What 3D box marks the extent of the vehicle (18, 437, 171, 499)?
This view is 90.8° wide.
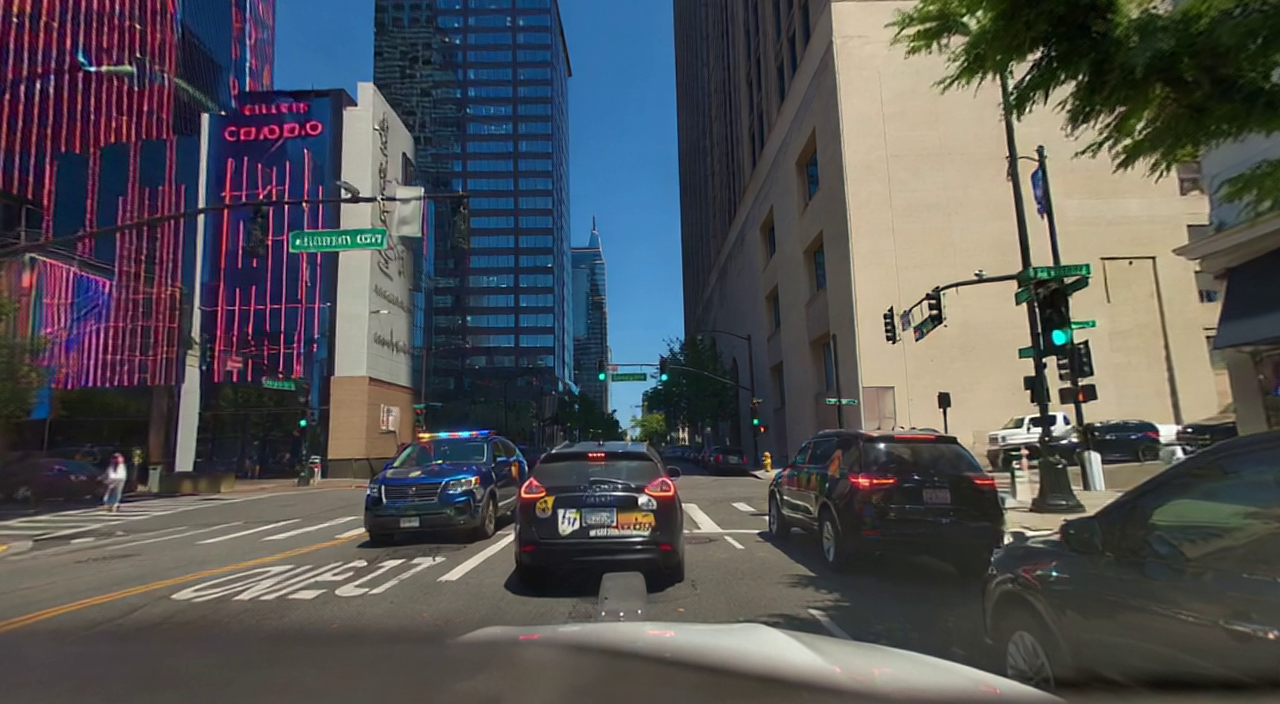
[{"bbox_3d":[-30.862,6.530,35.953,5.896,3.276,2.809,1,-8,1],"label":"vehicle"}]

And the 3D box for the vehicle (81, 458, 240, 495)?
[{"bbox_3d":[-20.177,5.238,26.748,5.153,1.449,1.966,0,-8,1],"label":"vehicle"}]

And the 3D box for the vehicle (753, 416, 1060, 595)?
[{"bbox_3d":[3.043,1.852,8.630,2.072,1.735,4.759,0,-8,0],"label":"vehicle"}]

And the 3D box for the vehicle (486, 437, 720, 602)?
[{"bbox_3d":[-0.361,1.812,7.804,2.092,1.454,4.132,0,-8,-1],"label":"vehicle"}]

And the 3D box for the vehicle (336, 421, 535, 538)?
[{"bbox_3d":[-3.685,2.412,12.700,2.190,1.840,5.272,0,-8,0],"label":"vehicle"}]

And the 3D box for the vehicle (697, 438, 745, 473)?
[{"bbox_3d":[5.669,7.333,45.048,2.420,2.300,5.313,0,-8,-3],"label":"vehicle"}]

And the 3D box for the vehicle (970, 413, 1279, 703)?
[{"bbox_3d":[2.754,0.810,1.124,1.902,1.454,4.540,0,-8,0],"label":"vehicle"}]
